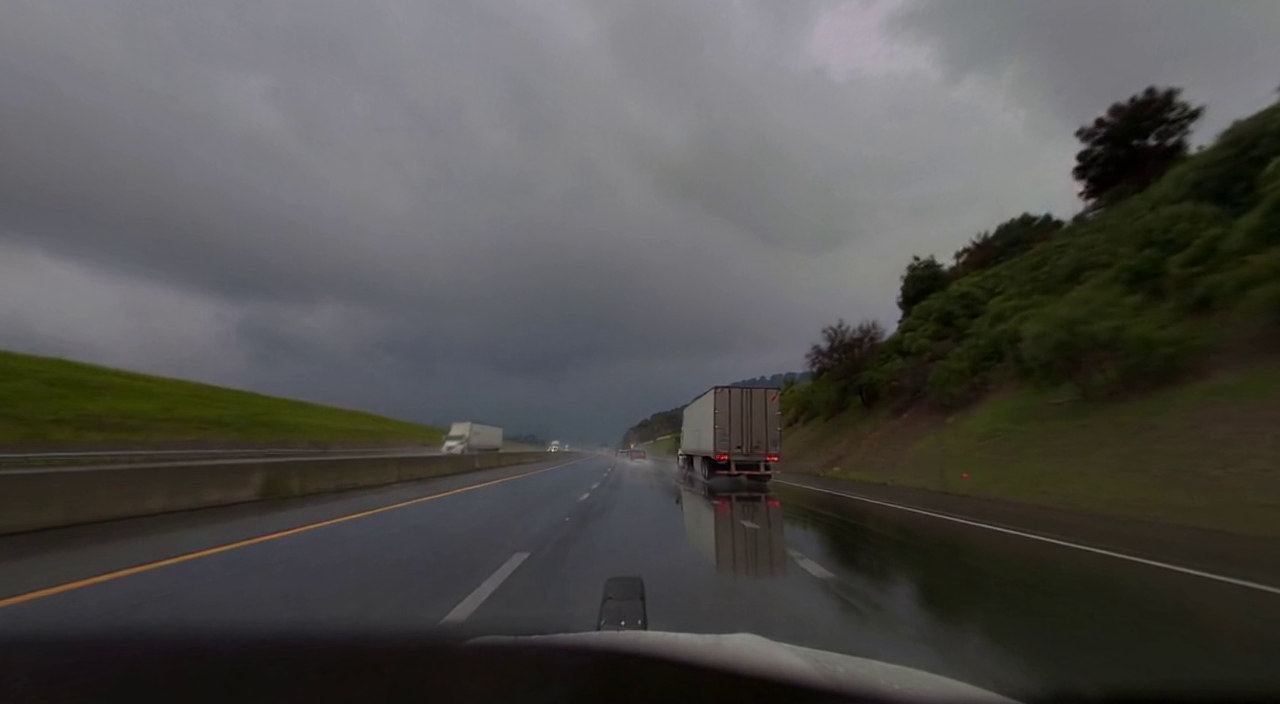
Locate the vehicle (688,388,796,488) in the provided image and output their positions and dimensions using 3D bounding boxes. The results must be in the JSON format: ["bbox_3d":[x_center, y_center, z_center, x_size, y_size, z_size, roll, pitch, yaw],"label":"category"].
[{"bbox_3d":[4.125,4.008,28.653,2.876,3.586,11.726,0,-9,0],"label":"vehicle"}]
